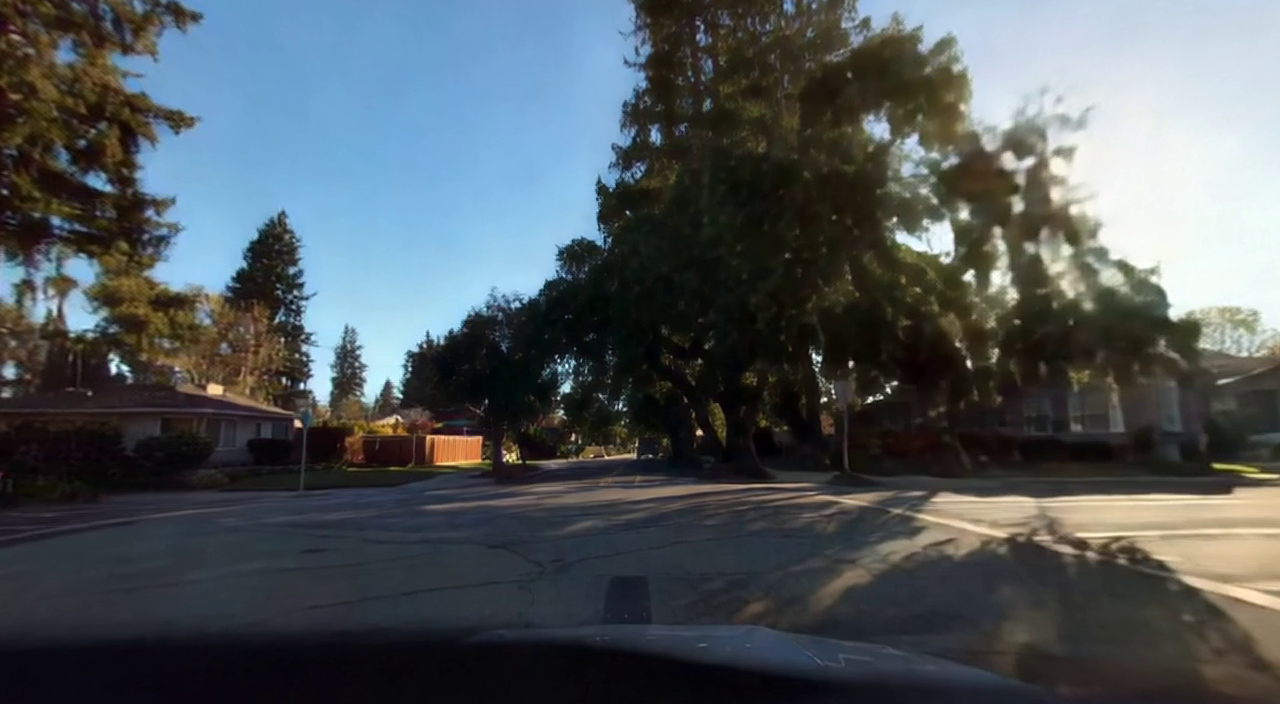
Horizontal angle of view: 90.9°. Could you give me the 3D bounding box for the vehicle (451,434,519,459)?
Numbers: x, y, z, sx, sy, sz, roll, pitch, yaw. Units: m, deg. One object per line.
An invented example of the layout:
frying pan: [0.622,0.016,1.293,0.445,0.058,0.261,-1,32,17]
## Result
vehicle: [-11.672,7.123,47.544,4.622,1.782,1.836,0,-8,1]
